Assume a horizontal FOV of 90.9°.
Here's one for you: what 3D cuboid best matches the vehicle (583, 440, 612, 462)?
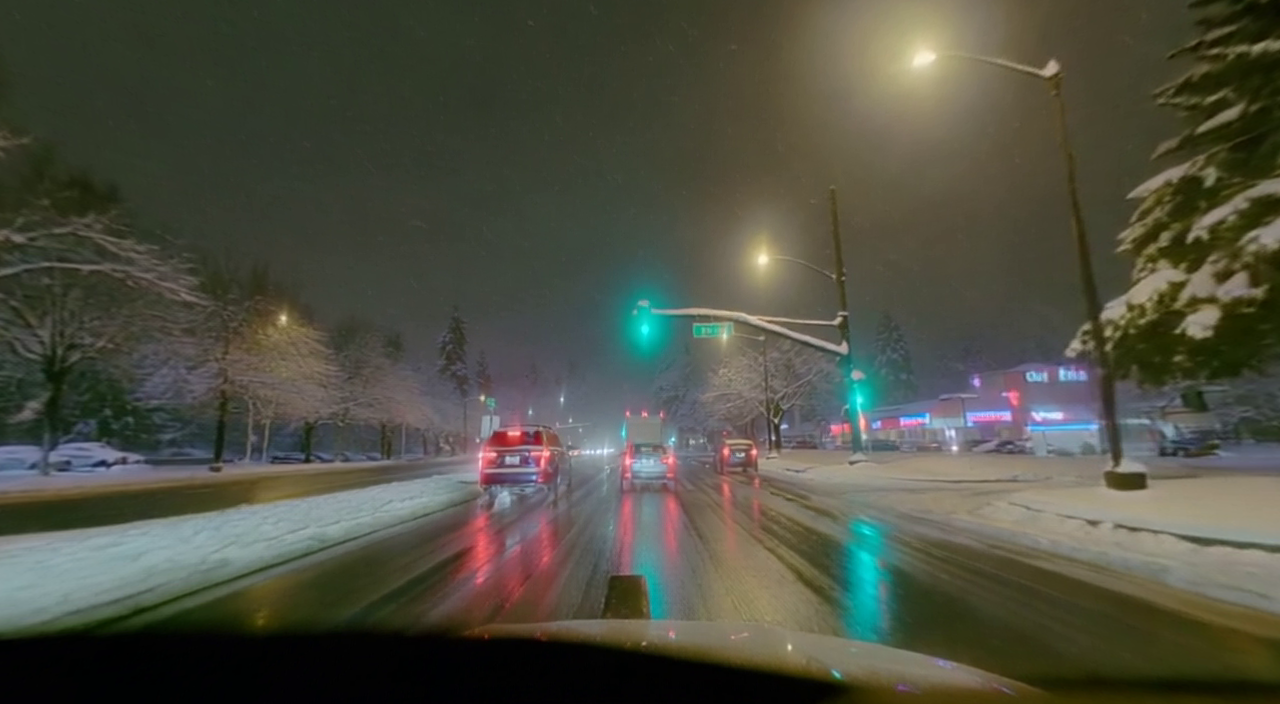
[{"bbox_3d":[-3.139,7.375,47.090,1.902,1.522,3.523,0,-8,0],"label":"vehicle"}]

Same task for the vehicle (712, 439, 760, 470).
[{"bbox_3d":[5.116,5.514,34.119,1.900,1.507,4.151,0,-8,0],"label":"vehicle"}]

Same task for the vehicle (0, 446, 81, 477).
[{"bbox_3d":[-30.945,5.516,31.890,3.539,1.484,1.771,0,-8,-1],"label":"vehicle"}]

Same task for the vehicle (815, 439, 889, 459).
[{"bbox_3d":[15.582,7.127,46.385,4.756,1.422,1.831,0,-8,-2],"label":"vehicle"}]

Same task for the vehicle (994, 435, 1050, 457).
[{"bbox_3d":[29.248,7.200,48.217,4.225,1.502,1.915,3,-9,-32],"label":"vehicle"}]

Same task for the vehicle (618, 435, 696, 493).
[{"bbox_3d":[0.438,3.253,18.663,2.061,1.494,4.079,0,-8,0],"label":"vehicle"}]

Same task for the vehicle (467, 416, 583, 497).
[{"bbox_3d":[-3.034,2.915,17.928,2.289,1.935,5.227,0,-8,0],"label":"vehicle"}]

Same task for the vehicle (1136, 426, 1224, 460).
[{"bbox_3d":[32.892,5.493,38.331,5.720,1.822,2.307,3,-9,-32],"label":"vehicle"}]
